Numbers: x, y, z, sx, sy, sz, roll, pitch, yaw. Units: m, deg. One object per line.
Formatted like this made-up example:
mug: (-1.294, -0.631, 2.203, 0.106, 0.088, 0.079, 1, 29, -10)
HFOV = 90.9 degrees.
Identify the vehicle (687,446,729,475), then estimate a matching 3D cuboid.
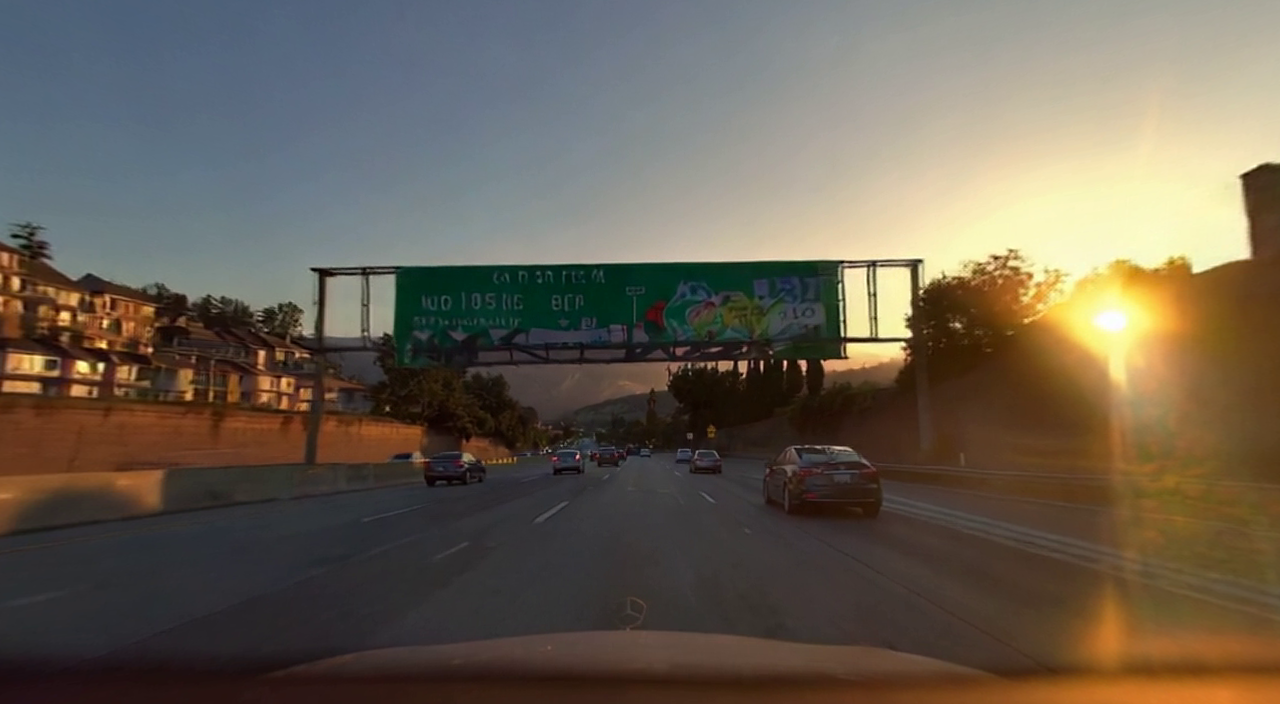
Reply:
vehicle: (3.697, 5.930, 34.702, 1.854, 1.438, 3.954, 0, -8, 0)

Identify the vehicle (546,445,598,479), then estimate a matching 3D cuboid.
vehicle: (-3.384, 5.533, 32.109, 2.136, 1.571, 4.285, 0, -8, 1)

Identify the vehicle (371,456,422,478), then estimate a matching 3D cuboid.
vehicle: (-18.635, 8.794, 48.453, 1.959, 1.483, 4.641, -1, -8, 2)

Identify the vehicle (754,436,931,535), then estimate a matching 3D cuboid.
vehicle: (3.547, 2.391, 11.988, 1.912, 1.509, 4.291, 0, -8, 0)

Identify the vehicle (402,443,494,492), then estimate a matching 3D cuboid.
vehicle: (-7.225, 4.366, 24.245, 2.057, 1.681, 4.277, 0, -8, 1)
